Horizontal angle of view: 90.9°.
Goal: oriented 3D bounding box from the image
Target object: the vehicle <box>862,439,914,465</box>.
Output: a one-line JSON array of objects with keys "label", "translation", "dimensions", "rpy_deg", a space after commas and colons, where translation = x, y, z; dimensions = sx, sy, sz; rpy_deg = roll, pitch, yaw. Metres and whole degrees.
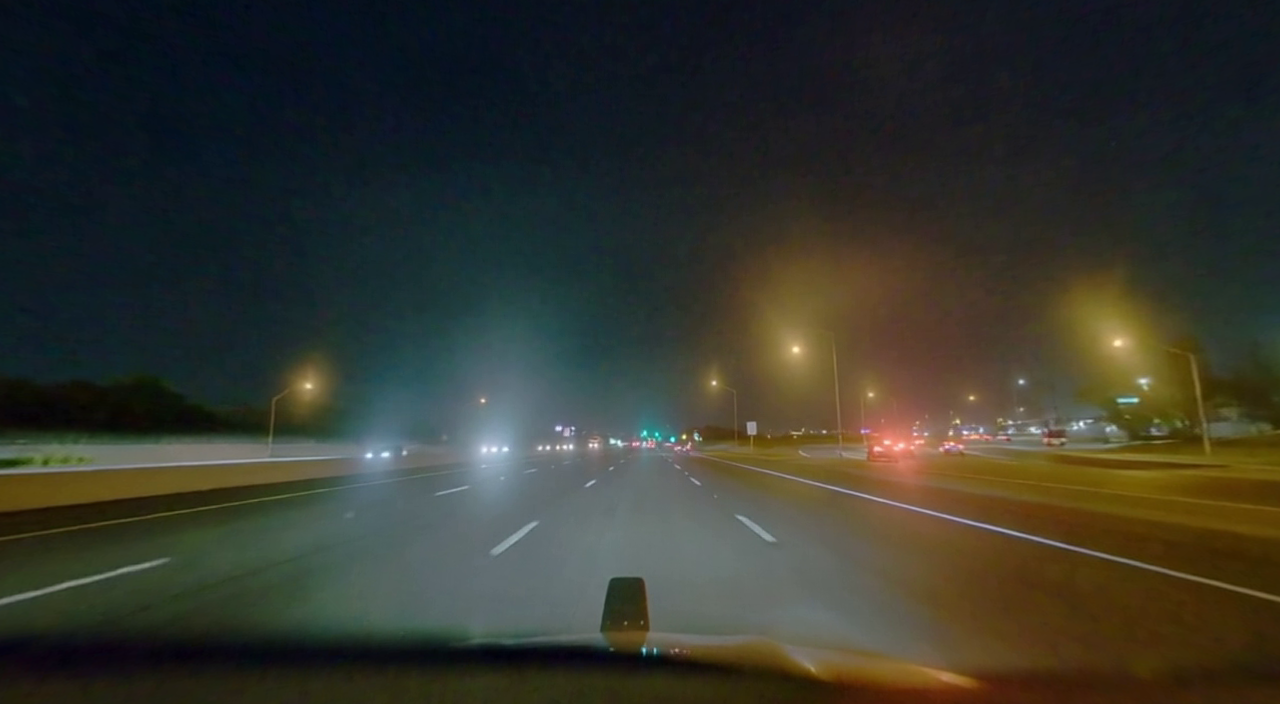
[{"label": "vehicle", "translation": [16.880, 6.794, 43.047], "dimensions": [2.039, 1.658, 4.457], "rpy_deg": [-1, -8, 5]}]
